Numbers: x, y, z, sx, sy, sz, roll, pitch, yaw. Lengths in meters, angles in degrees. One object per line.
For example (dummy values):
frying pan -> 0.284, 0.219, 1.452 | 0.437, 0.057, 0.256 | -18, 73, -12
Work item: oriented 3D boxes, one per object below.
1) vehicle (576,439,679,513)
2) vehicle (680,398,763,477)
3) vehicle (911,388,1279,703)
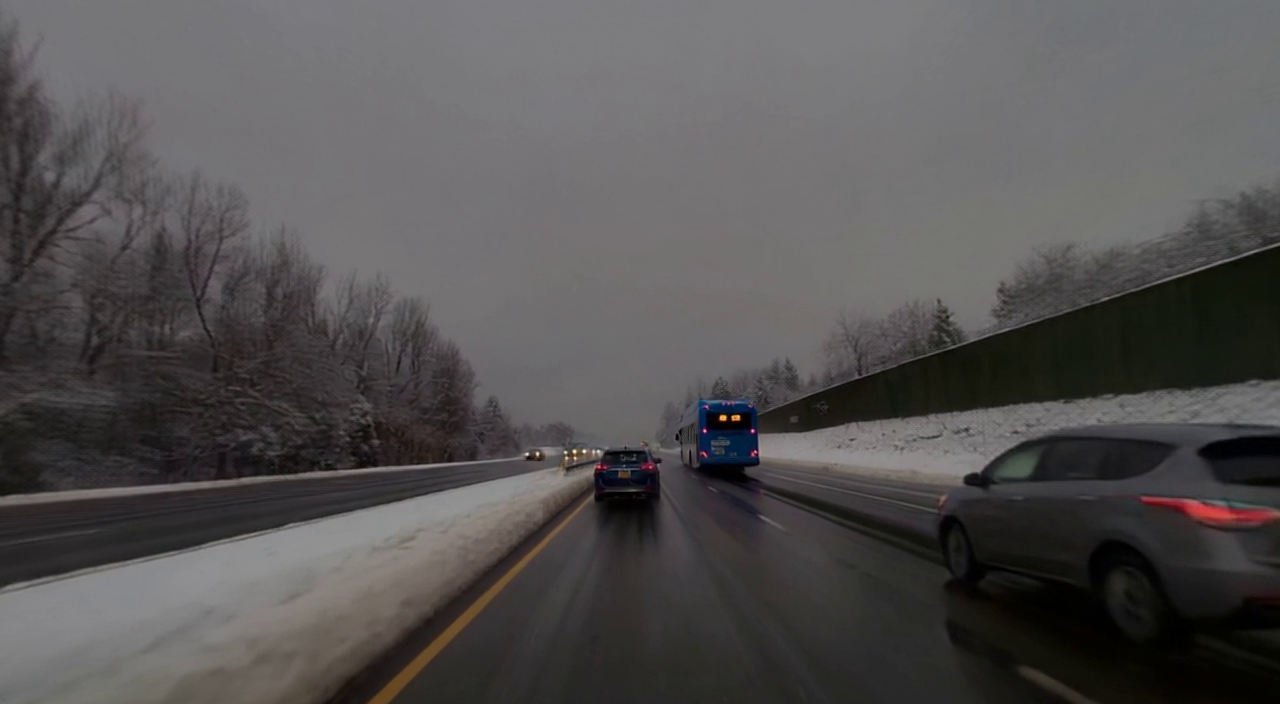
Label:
vehicle -> -0.264, 2.944, 15.334 | 2.160, 1.532, 4.073 | -1, -9, 0
vehicle -> 4.074, 4.818, 34.495 | 3.055, 3.479, 12.521 | -1, -9, 1
vehicle -> 3.923, 1.203, 4.695 | 1.995, 1.507, 3.915 | -1, -9, 0
